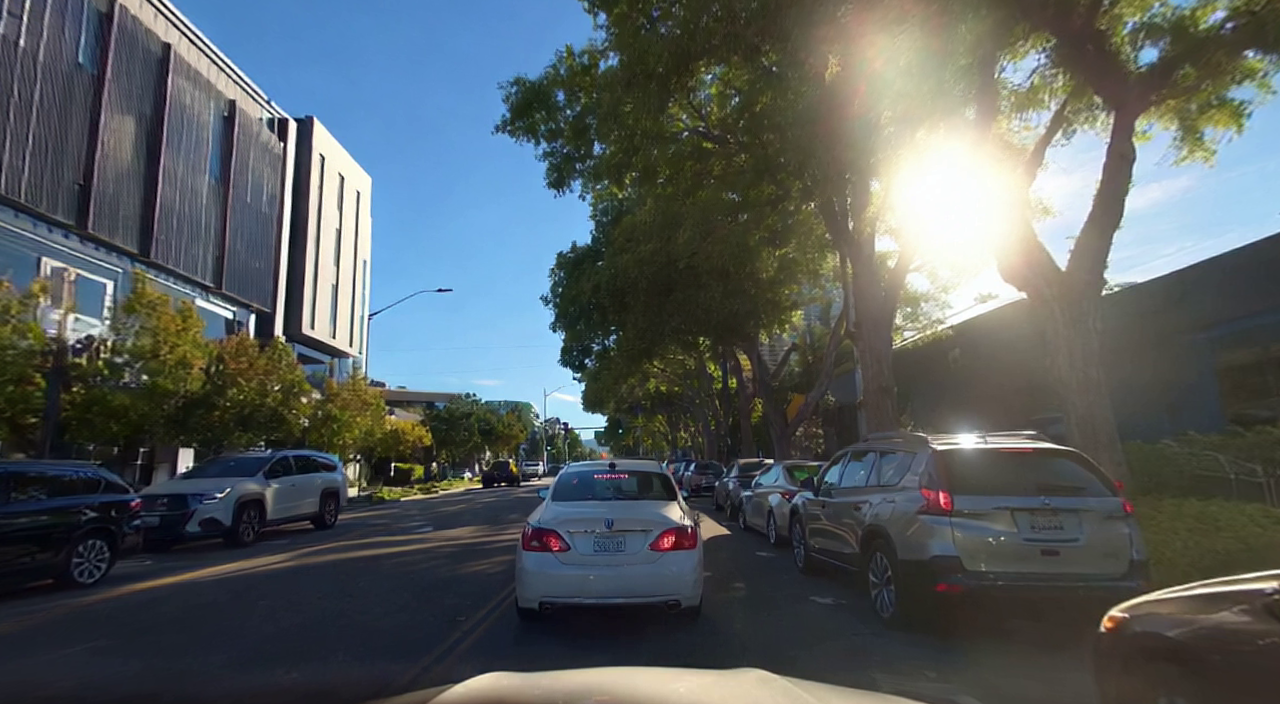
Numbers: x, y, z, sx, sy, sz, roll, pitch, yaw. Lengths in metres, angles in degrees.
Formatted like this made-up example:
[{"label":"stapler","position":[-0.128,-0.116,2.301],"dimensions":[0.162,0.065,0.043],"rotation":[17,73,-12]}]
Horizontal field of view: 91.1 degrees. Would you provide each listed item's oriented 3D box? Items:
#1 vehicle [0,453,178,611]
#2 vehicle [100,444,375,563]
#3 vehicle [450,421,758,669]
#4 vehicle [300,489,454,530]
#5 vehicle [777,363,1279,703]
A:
[{"label":"vehicle","position":[-6.989,1.700,5.990],"dimensions":[1.900,1.471,4.202],"rotation":[1,-10,0]},{"label":"vehicle","position":[-6.830,2.598,11.466],"dimensions":[1.994,1.701,4.520],"rotation":[0,-10,0]},{"label":"vehicle","position":[-0.215,1.606,6.036],"dimensions":[2.018,1.583,3.646],"rotation":[1,-10,1]},{"label":"vehicle","position":[-6.967,4.281,17.338],"dimensions":[2.223,0.774,4.789],"rotation":[1,-10,0]},{"label":"vehicle","position":[2.711,1.431,5.783],"dimensions":[1.868,1.920,4.501],"rotation":[1,-10,0]}]
